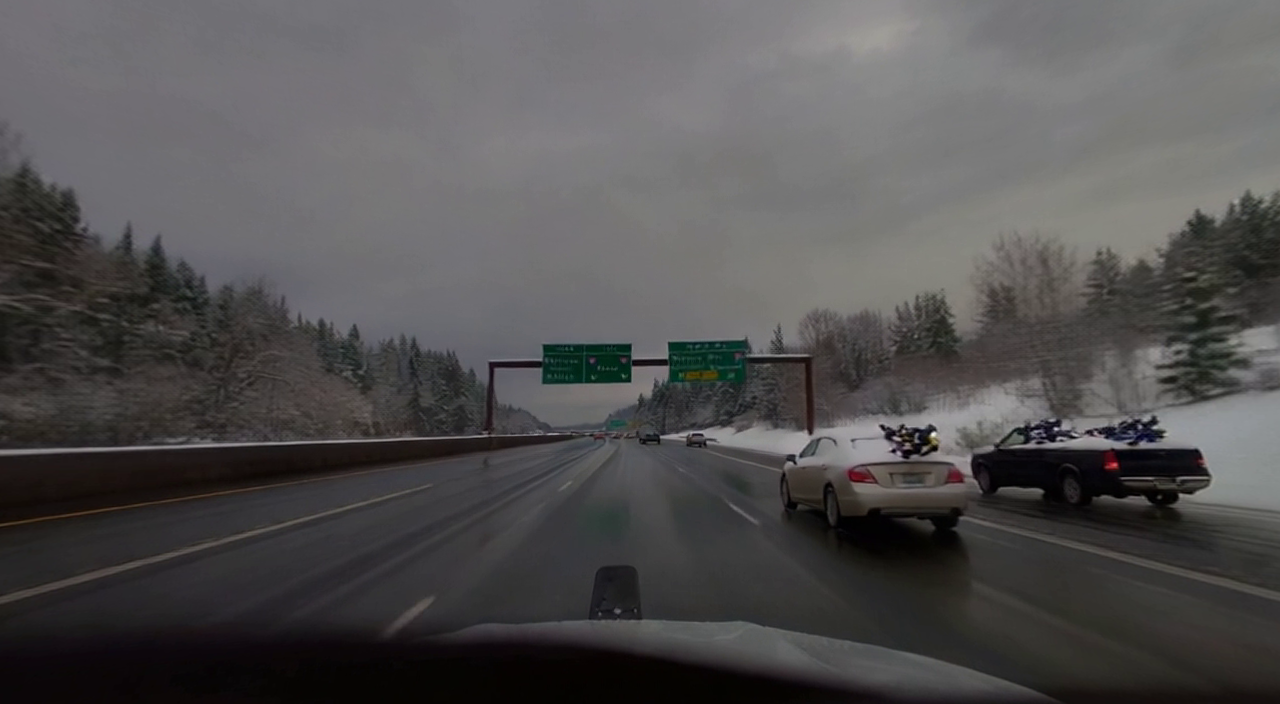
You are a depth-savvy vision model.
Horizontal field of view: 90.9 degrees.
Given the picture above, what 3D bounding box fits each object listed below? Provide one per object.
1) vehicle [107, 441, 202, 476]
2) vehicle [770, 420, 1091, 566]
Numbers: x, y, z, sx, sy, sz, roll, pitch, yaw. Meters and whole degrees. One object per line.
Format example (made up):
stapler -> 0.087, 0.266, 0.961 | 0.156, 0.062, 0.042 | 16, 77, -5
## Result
vehicle -> -21.027, 4.587, 27.437 | 1.513, 1.354, 3.310 | 0, -7, -1
vehicle -> 3.395, 1.716, 8.645 | 2.094, 1.441, 4.568 | 0, -8, -2
